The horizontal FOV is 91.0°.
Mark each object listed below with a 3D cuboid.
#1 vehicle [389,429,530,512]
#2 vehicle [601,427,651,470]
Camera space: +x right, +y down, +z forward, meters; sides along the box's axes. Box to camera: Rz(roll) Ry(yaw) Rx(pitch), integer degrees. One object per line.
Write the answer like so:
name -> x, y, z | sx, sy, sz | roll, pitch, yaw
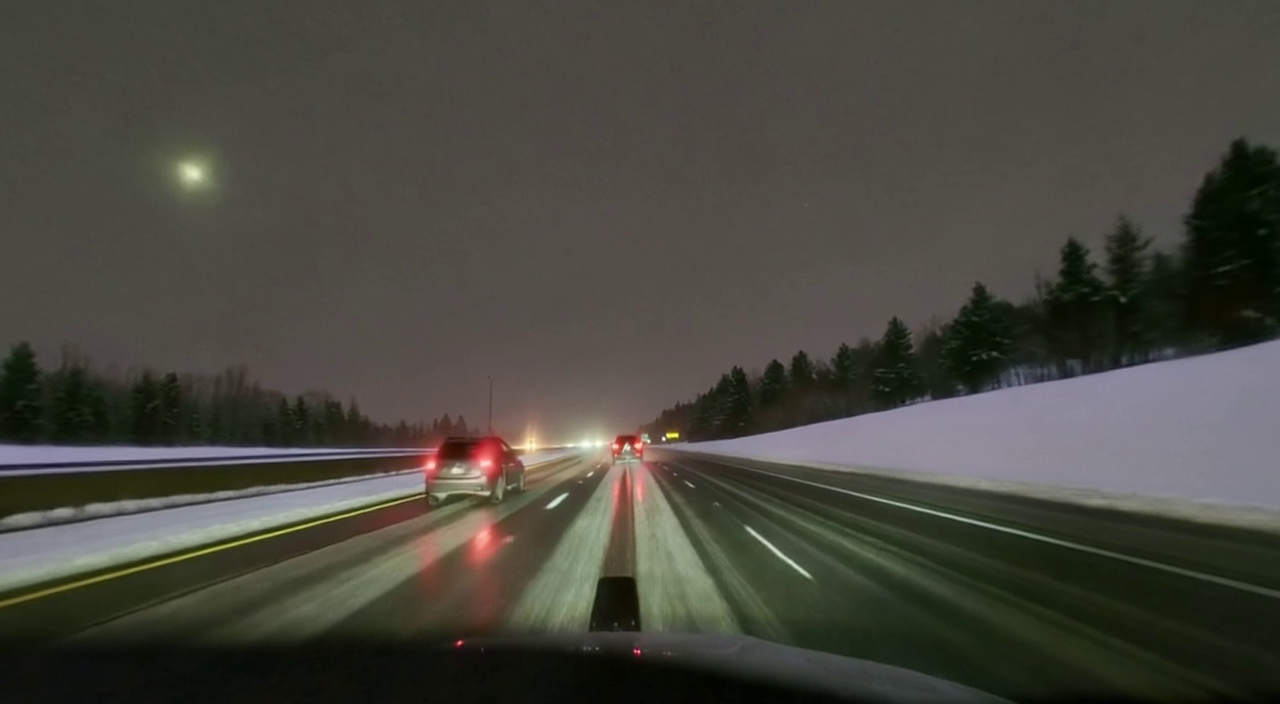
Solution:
vehicle -> -3.930, 2.654, 14.586 | 2.039, 1.602, 4.317 | 0, -8, -1
vehicle -> -0.739, 4.917, 32.133 | 2.382, 1.973, 4.439 | 0, -8, -2
